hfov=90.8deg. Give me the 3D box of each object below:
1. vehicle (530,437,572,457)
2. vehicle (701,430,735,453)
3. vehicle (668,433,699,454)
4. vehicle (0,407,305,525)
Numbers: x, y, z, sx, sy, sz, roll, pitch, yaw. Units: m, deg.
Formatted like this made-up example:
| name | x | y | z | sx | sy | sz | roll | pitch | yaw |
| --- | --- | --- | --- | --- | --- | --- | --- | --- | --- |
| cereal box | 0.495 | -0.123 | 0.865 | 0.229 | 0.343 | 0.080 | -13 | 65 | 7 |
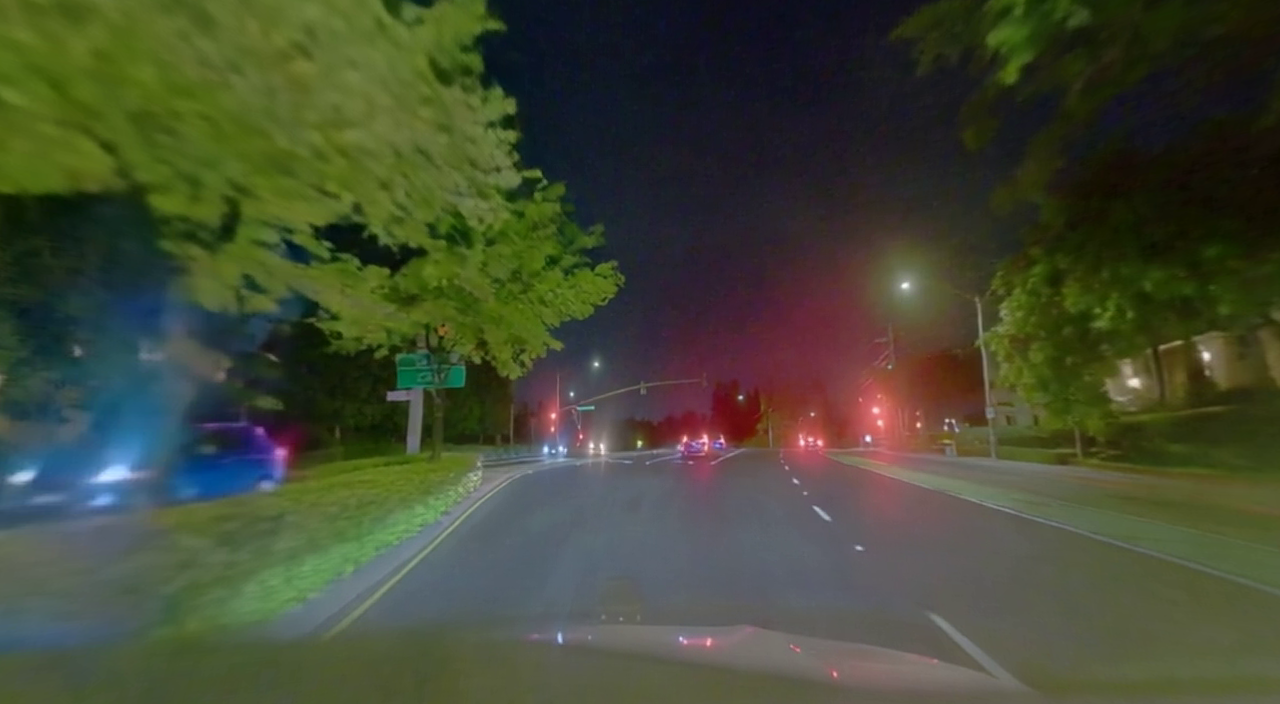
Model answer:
| name | x | y | z | sx | sy | sz | roll | pitch | yaw |
| --- | --- | --- | --- | --- | --- | --- | --- | --- | --- |
| vehicle | -6.774 | 7.357 | 48.822 | 1.947 | 1.486 | 4.862 | -1 | -9 | 7 |
| vehicle | 6.162 | 7.050 | 49.389 | 2.286 | 1.701 | 4.395 | -2 | -9 | 12 |
| vehicle | 3.431 | 7.178 | 49.356 | 1.923 | 1.498 | 3.887 | -2 | -9 | 12 |
| vehicle | -9.159 | 2.168 | 12.385 | 2.182 | 1.843 | 4.604 | -1 | -9 | 7 |
